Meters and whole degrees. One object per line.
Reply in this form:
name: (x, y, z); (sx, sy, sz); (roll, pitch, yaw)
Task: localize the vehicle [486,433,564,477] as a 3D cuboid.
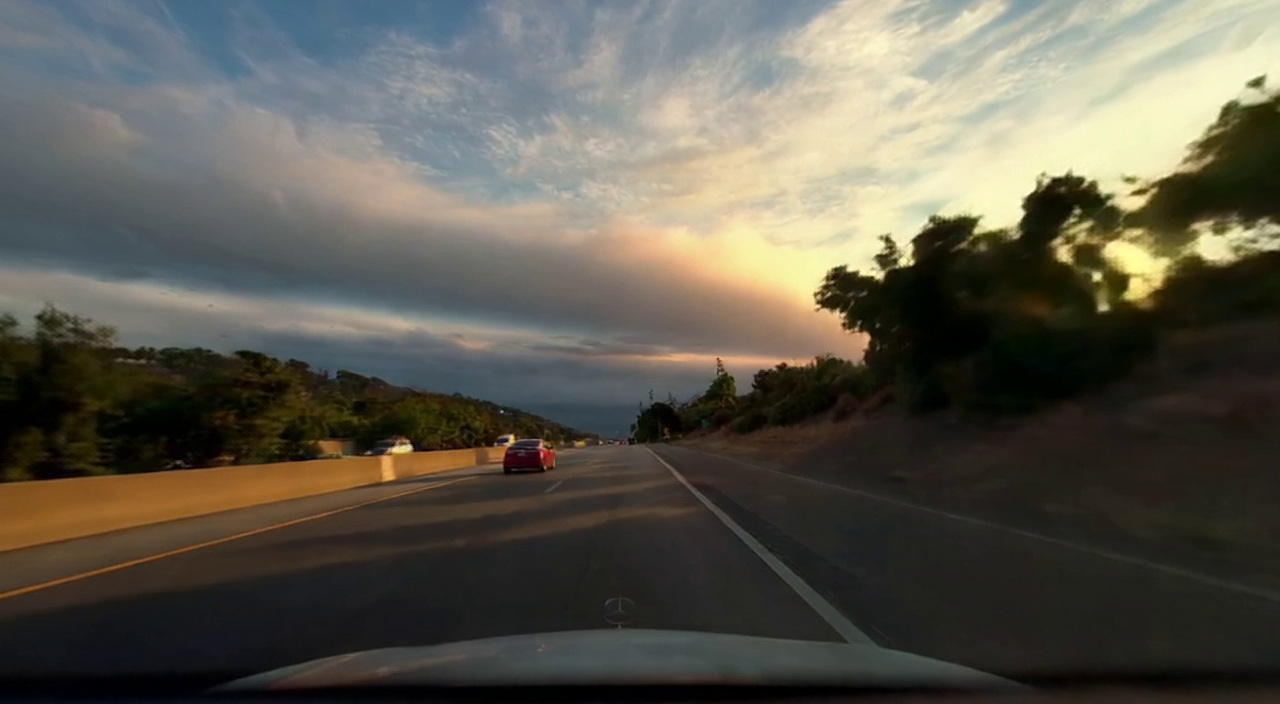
vehicle: (-4.228, 3.821, 23.764); (2.063, 1.496, 4.225); (0, -8, 1)
